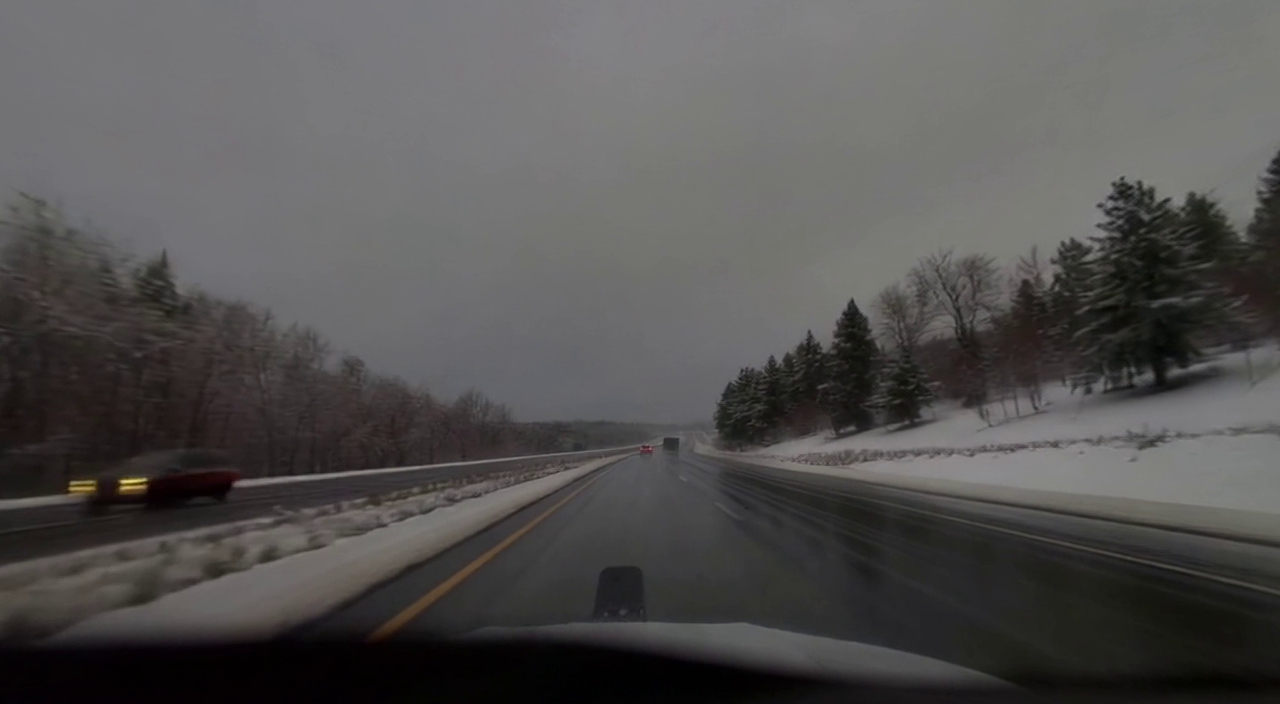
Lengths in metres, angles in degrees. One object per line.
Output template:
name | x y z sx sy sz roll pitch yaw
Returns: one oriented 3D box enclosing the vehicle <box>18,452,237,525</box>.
vehicle | -13.295 3.508 16.835 1.993 1.537 4.613 -3 -9 0
